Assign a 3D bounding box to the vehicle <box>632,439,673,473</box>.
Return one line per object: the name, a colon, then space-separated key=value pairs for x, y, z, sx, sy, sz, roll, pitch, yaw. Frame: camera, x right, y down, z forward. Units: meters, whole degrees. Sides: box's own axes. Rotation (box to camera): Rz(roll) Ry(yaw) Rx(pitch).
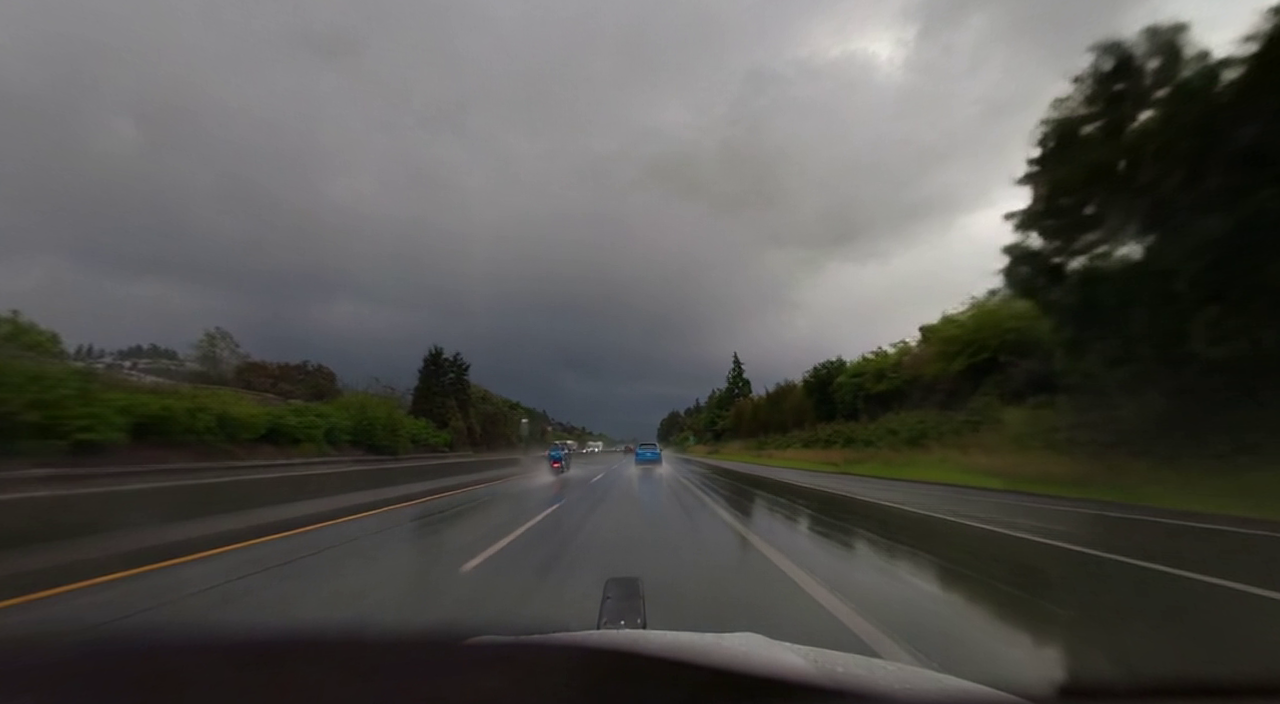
vehicle: x=0.714 y=6.026 z=36.622 sx=2.247 sy=1.825 sz=4.036 roll=0 pitch=-9 yaw=1
